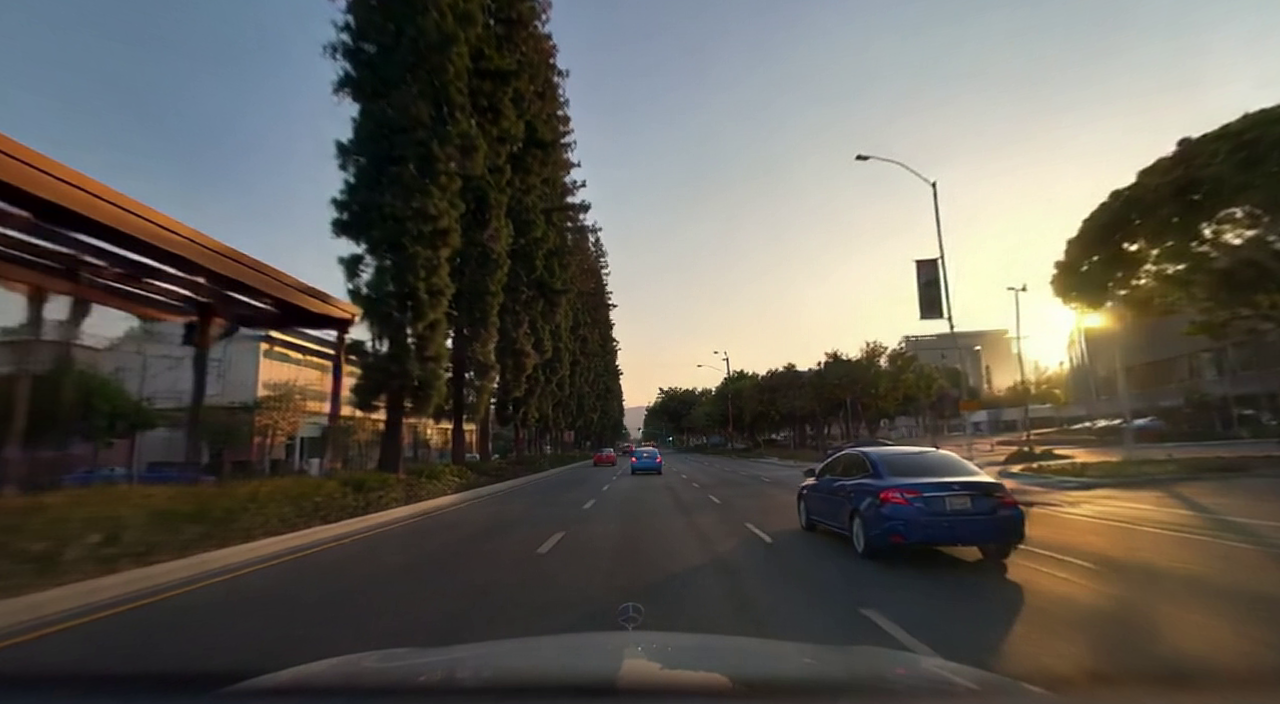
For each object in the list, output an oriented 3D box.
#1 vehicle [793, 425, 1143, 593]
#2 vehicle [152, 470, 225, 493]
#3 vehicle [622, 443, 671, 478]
[{"bbox_3d":[3.512,1.750,7.943,2.067,1.497,4.327,0,-9,0],"label":"vehicle"},{"bbox_3d":[-31.864,9.097,44.464,4.557,1.468,1.938,-4,-9,23],"label":"vehicle"},{"bbox_3d":[0.286,5.089,29.938,2.144,1.505,4.128,0,-9,0],"label":"vehicle"}]
